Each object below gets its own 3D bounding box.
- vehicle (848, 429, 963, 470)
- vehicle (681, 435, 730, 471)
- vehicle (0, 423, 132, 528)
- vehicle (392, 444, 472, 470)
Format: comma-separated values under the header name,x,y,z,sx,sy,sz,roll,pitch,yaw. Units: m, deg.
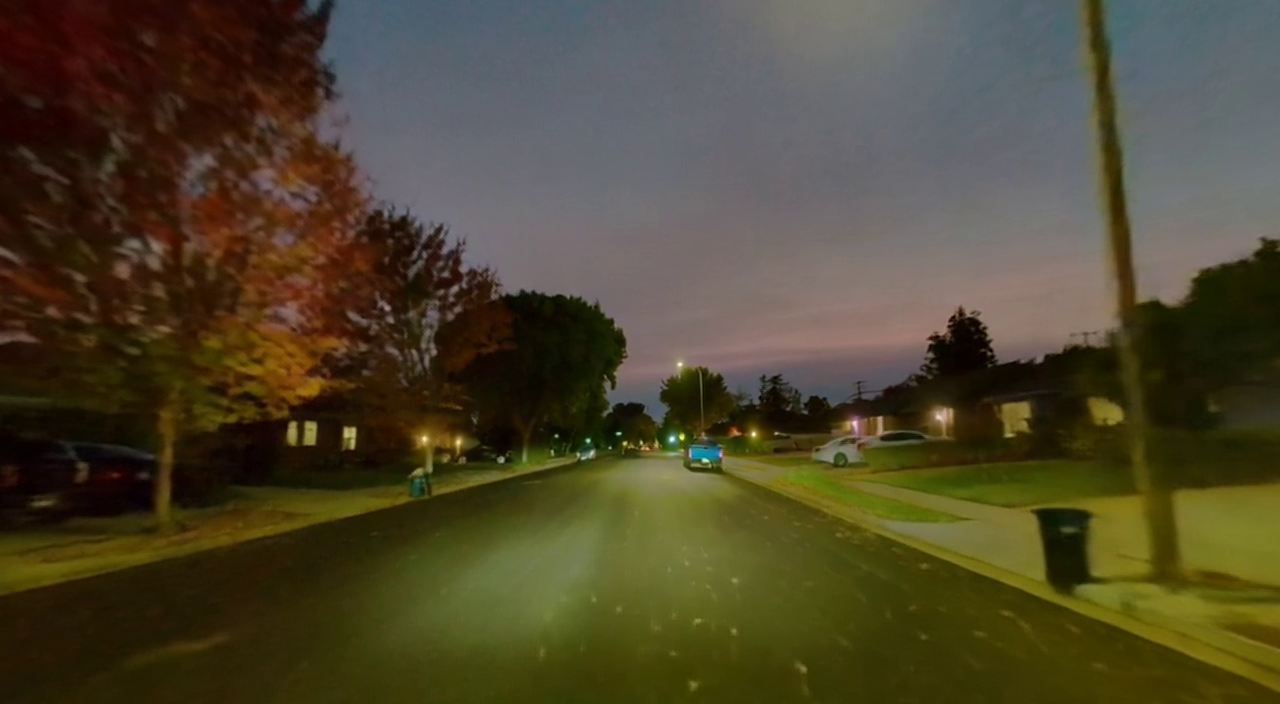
name,x,y,z,sx,sy,sz,roll,pitch,yaw
vehicle,11.522,4.229,27.650,4.069,1.680,2.156,0,-7,3
vehicle,3.768,6.002,37.746,2.313,1.962,6.029,0,-9,0
vehicle,-13.571,2.372,12.423,5.286,1.847,2.166,0,-9,2
vehicle,-12.713,6.440,38.749,4.225,1.498,1.917,0,-9,2
